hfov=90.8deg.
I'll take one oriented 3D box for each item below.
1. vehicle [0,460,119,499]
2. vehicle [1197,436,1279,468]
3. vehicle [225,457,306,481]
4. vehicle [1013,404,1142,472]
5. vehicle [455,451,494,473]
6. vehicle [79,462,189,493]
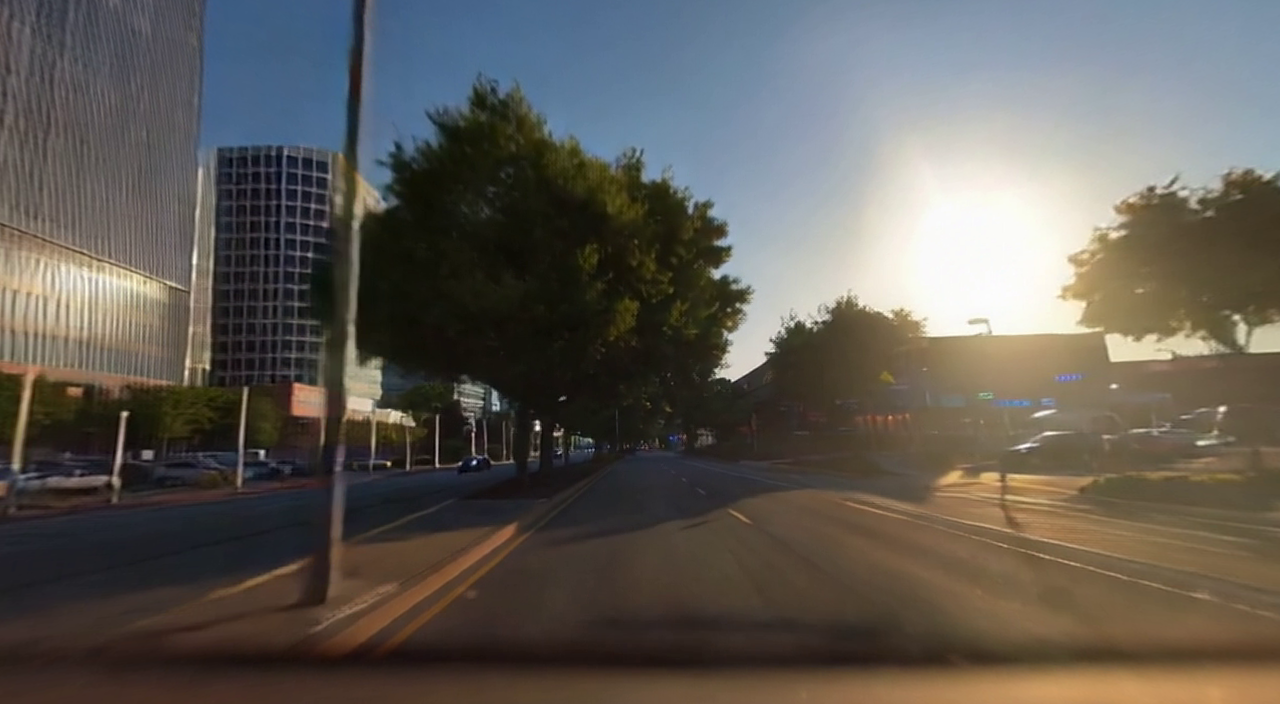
[{"bbox_3d":[-27.729,6.045,30.153,4.188,1.629,1.946,6,-11,-37],"label":"vehicle"},{"bbox_3d":[29.956,4.858,30.876,1.748,1.435,3.949,0,-9,-1],"label":"vehicle"},{"bbox_3d":[-26.533,8.286,44.929,4.786,1.486,1.936,4,-10,-28],"label":"vehicle"},{"bbox_3d":[25.760,5.191,37.755,2.724,3.646,7.111,0,-9,2],"label":"vehicle"},{"bbox_3d":[-12.410,8.247,47.568,1.857,1.483,3.791,0,-9,1],"label":"vehicle"},{"bbox_3d":[-27.194,6.730,34.126,4.457,1.425,2.027,6,-11,-37],"label":"vehicle"}]
